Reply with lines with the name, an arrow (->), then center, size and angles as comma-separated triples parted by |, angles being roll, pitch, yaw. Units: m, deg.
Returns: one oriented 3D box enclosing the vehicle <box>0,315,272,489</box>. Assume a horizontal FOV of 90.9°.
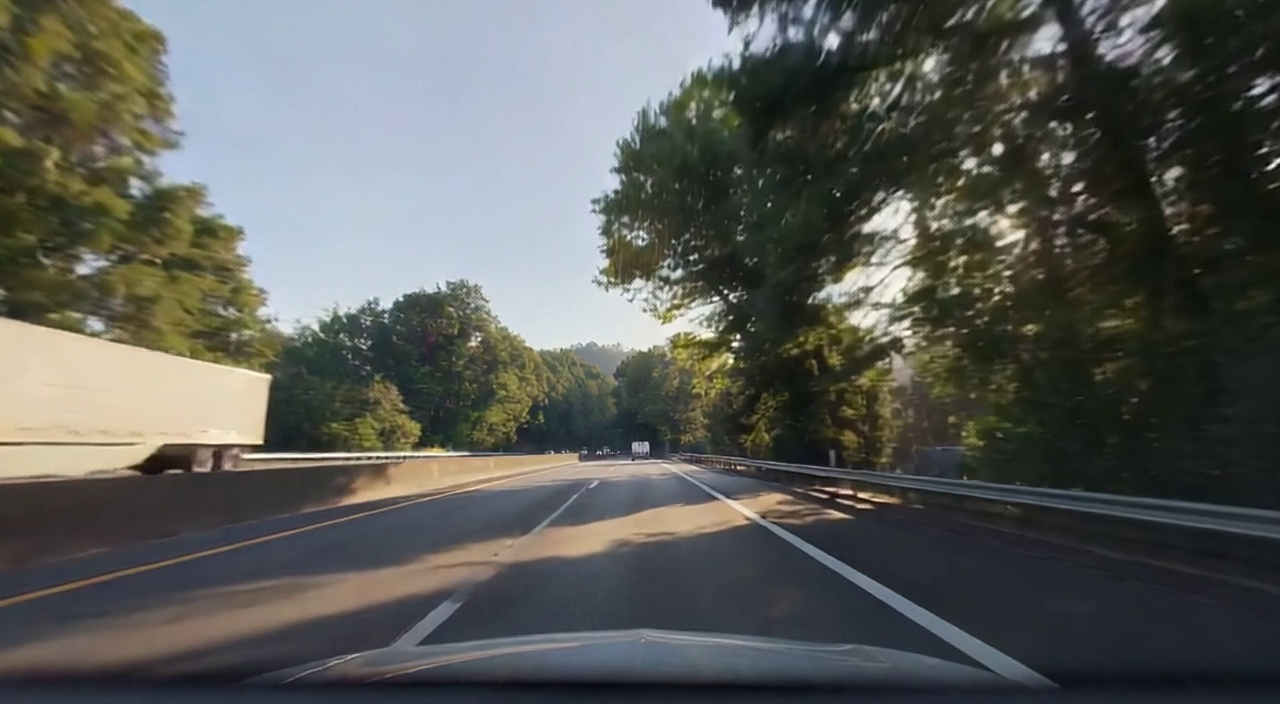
vehicle -> -16.646, 1.757, 18.562 | 2.924, 4.069, 14.387 | 0, -9, 0
